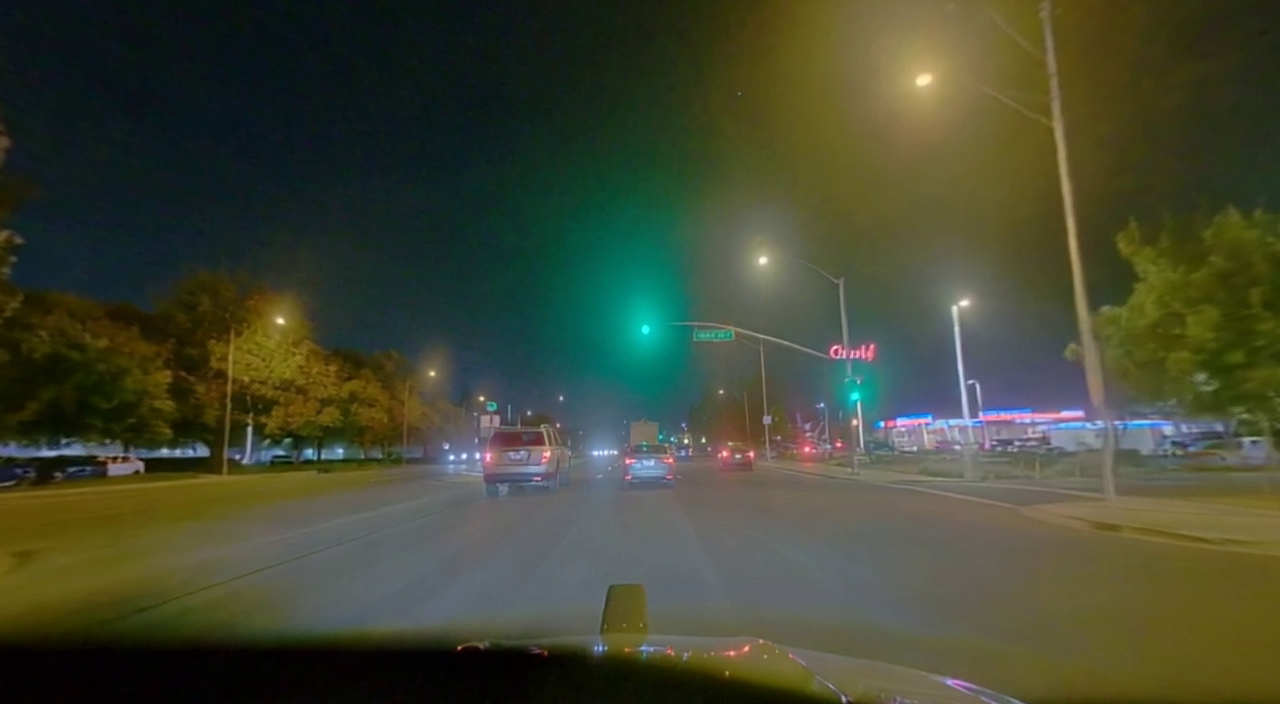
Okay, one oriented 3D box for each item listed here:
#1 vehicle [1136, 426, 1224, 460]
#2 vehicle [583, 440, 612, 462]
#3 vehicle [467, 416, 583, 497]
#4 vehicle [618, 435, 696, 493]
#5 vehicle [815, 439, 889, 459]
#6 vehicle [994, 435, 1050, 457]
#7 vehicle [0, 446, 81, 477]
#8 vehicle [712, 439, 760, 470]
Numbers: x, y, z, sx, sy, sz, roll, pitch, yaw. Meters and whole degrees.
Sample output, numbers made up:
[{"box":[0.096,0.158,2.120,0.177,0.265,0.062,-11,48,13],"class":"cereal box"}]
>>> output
[{"box":[32.892,5.493,38.331,5.720,1.822,2.307,3,-9,-32],"class":"vehicle"},{"box":[-3.139,7.375,47.090,1.902,1.522,3.523,0,-8,0],"class":"vehicle"},{"box":[-3.034,2.915,17.928,2.289,1.935,5.227,0,-8,0],"class":"vehicle"},{"box":[0.438,3.253,18.663,2.061,1.494,4.079,0,-8,0],"class":"vehicle"},{"box":[15.582,7.127,46.385,4.756,1.422,1.831,0,-8,-2],"class":"vehicle"},{"box":[29.248,7.200,48.217,4.225,1.502,1.915,3,-9,-32],"class":"vehicle"},{"box":[-30.945,5.516,31.890,3.539,1.484,1.771,0,-8,-1],"class":"vehicle"},{"box":[5.116,5.514,34.119,1.900,1.507,4.151,0,-8,0],"class":"vehicle"}]
